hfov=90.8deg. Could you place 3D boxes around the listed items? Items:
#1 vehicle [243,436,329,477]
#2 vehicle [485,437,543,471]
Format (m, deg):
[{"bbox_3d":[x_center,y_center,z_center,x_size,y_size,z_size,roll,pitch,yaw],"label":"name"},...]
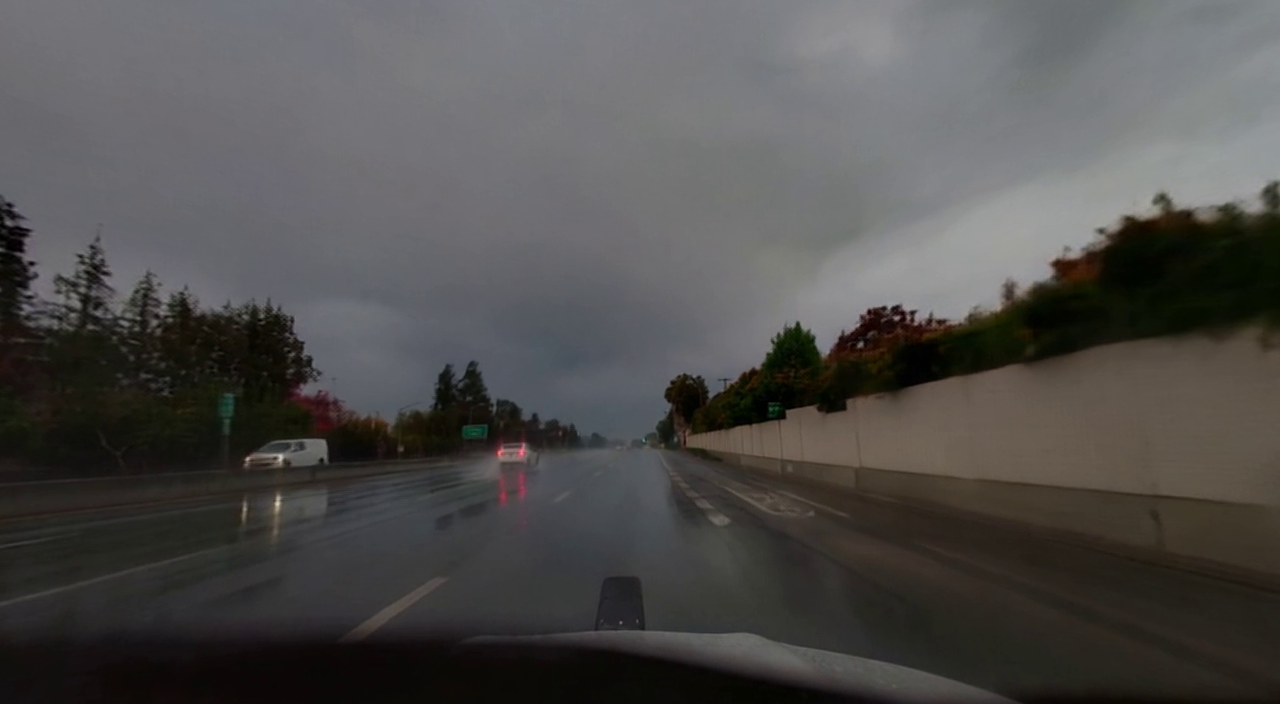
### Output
[{"bbox_3d":[-26.182,7.704,47.119,2.284,2.792,6.858,-1,-8,2],"label":"vehicle"},{"bbox_3d":[-6.855,5.589,34.869,2.115,1.711,4.722,0,-8,2],"label":"vehicle"}]
